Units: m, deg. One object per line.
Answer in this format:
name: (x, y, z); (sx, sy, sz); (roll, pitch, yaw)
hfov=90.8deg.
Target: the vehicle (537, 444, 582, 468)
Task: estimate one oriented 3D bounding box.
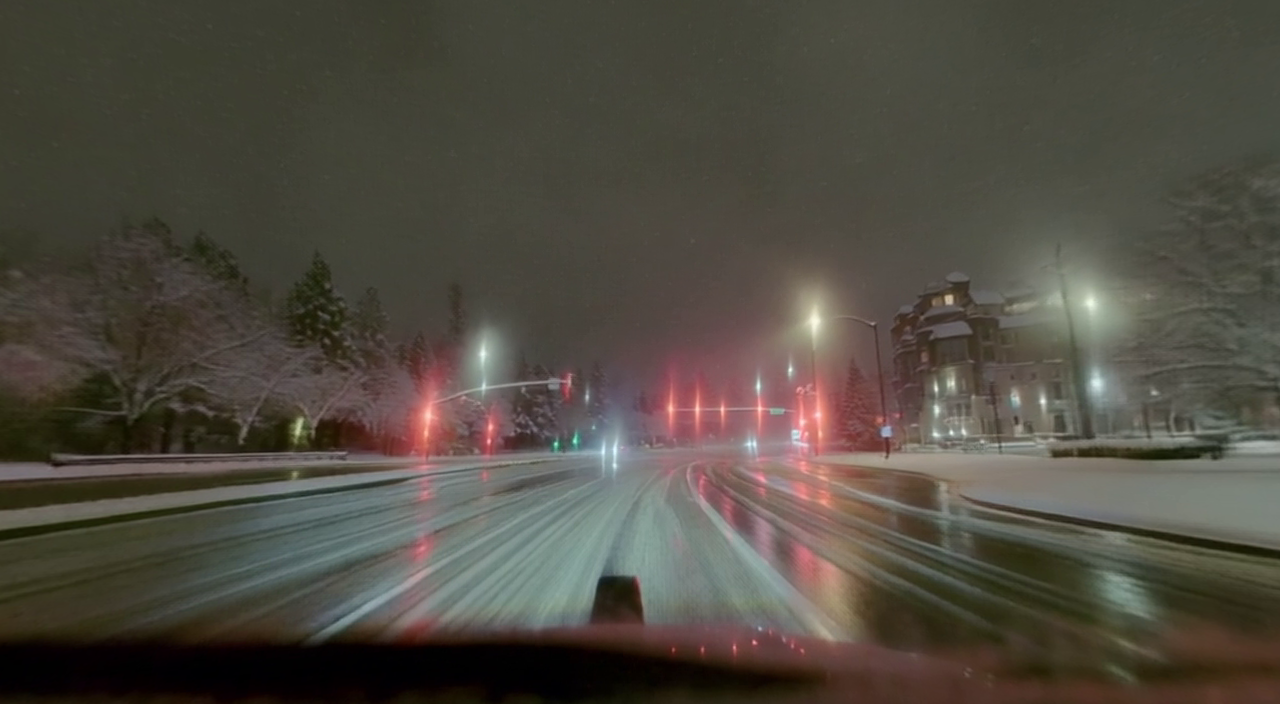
vehicle: (-5.311, 6.944, 42.268); (1.893, 1.503, 4.309); (-2, -9, 9)
